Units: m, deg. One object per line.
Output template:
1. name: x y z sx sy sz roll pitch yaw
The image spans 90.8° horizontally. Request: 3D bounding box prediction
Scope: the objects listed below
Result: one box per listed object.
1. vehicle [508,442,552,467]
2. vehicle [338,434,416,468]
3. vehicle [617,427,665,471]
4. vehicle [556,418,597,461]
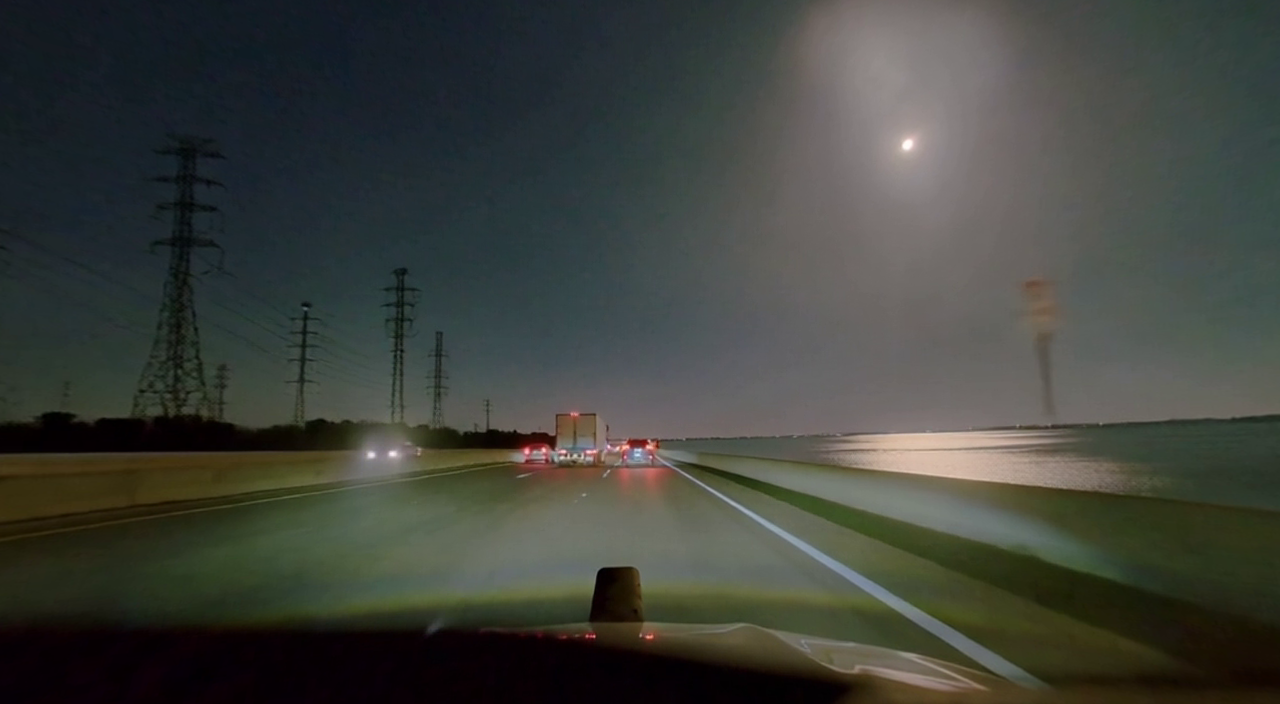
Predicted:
1. vehicle: -7.119 6.687 41.305 2.004 1.545 4.513 0 -8 1
2. vehicle: -16.338 6.192 39.628 2.457 1.972 5.755 0 -8 0
3. vehicle: 0.083 5.145 33.514 2.358 2.144 4.713 0 -8 0
4. vehicle: -3.795 5.265 38.007 2.178 2.522 2.054 0 -8 1
